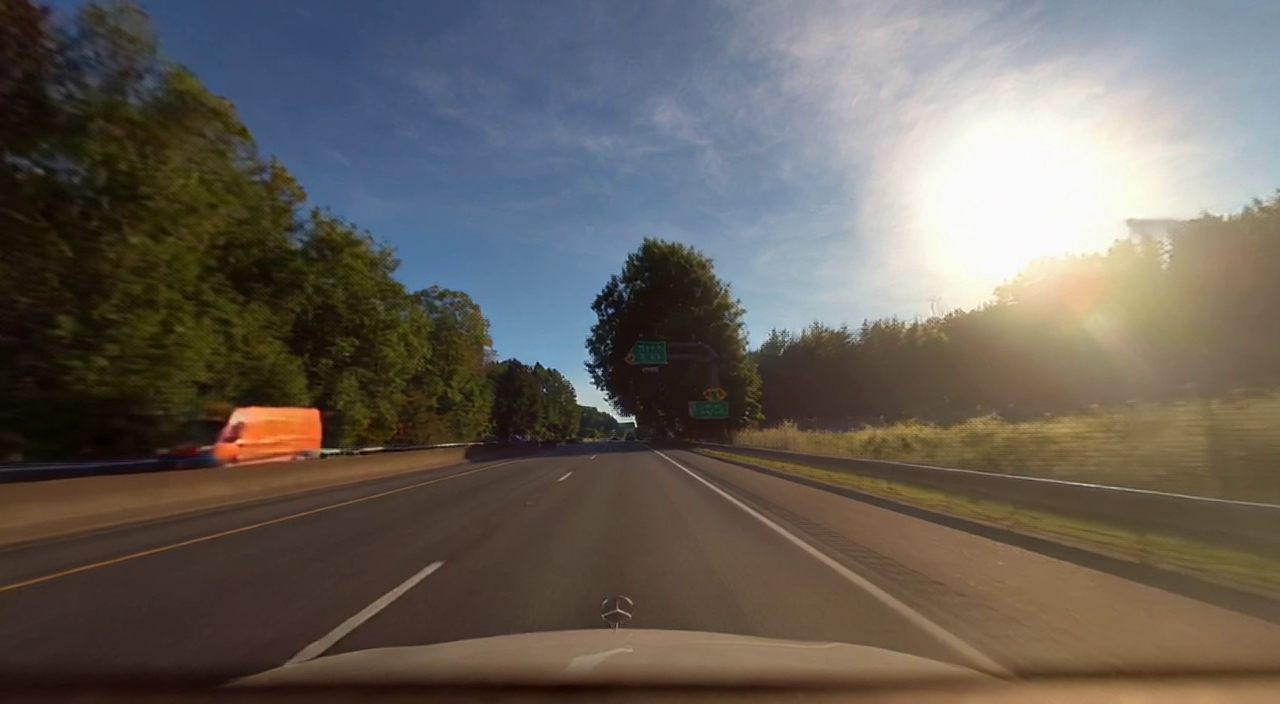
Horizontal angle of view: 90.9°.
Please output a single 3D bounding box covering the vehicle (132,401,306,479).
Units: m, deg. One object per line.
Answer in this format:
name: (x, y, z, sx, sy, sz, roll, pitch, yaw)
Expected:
vehicle: (-17.641, 3.754, 27.129, 2.639, 2.882, 6.998, 0, -8, -1)
